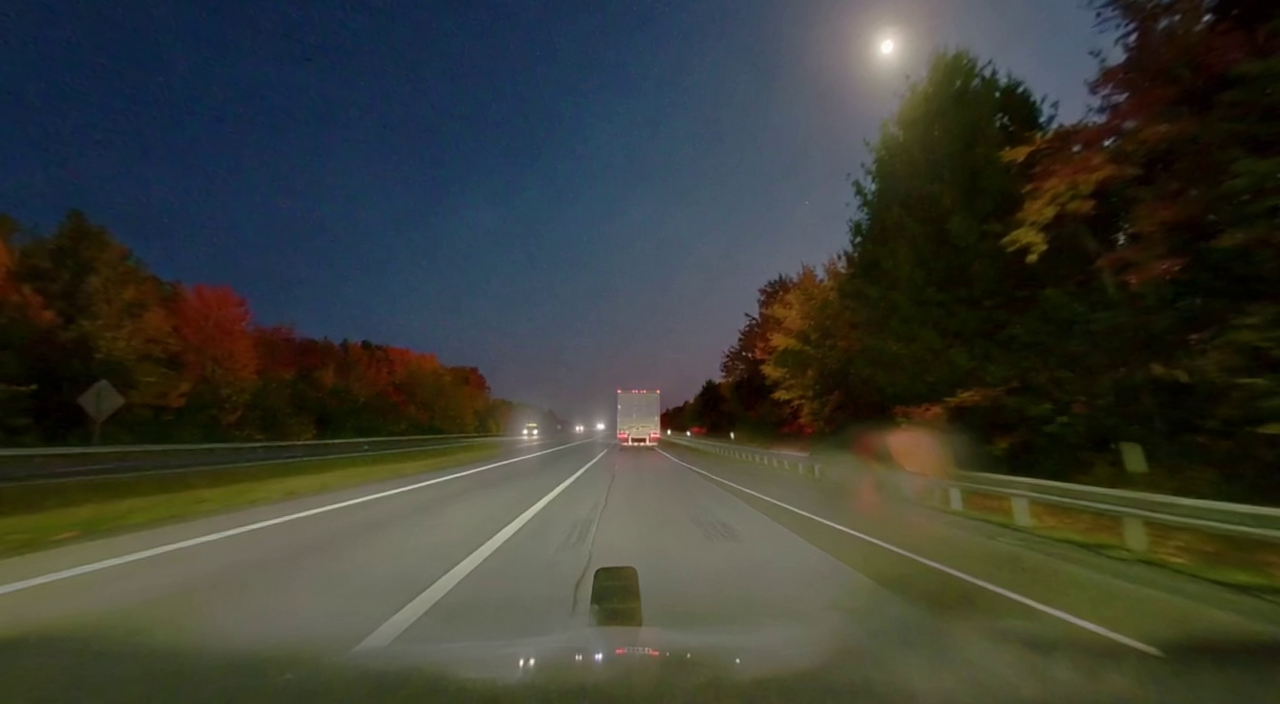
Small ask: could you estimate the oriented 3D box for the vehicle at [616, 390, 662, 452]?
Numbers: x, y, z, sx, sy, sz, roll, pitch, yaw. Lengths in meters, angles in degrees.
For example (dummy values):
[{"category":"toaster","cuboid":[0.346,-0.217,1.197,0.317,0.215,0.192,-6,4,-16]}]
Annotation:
[{"category":"vehicle","cuboid":[-0.227,5.278,46.910,3.013,4.016,11.496,0,-8,-2]}]
